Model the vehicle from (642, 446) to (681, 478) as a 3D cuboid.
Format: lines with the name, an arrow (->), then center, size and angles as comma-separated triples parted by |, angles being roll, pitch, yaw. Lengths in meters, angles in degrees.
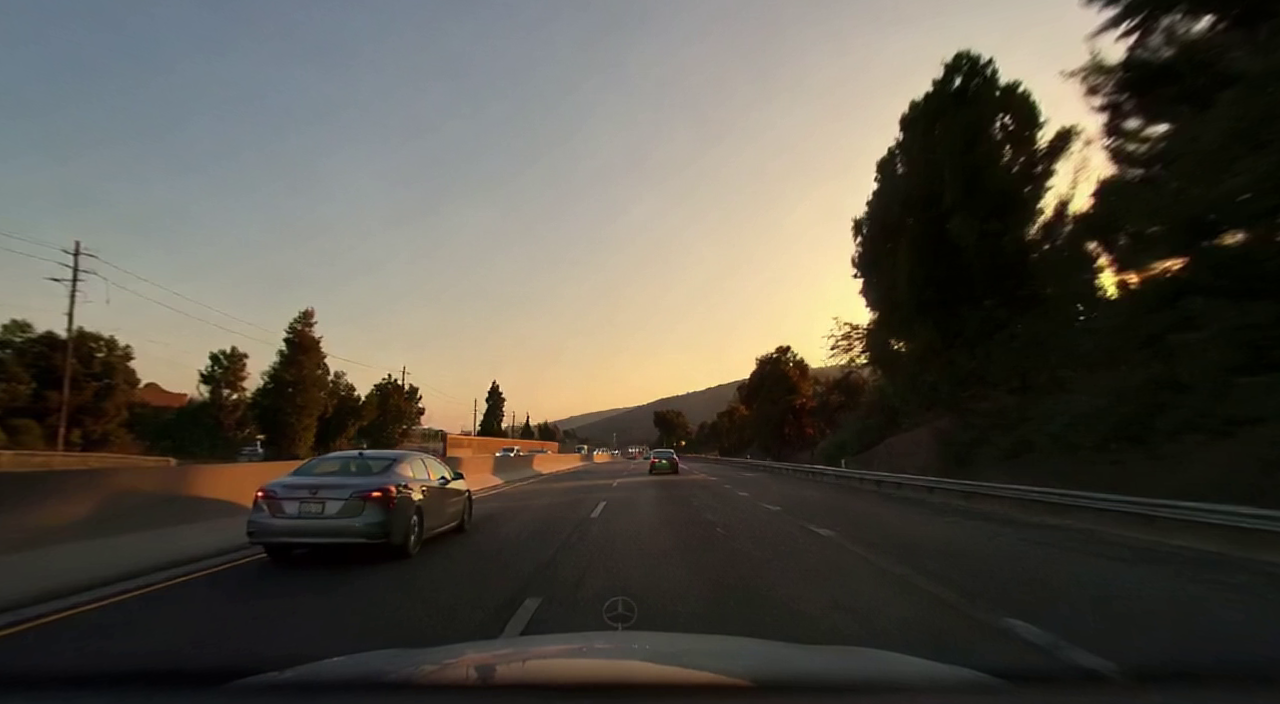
vehicle -> 1.084, 5.787, 33.065 | 1.910, 1.554, 3.718 | 0, -9, 0

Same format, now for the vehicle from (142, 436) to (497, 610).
vehicle -> -3.251, 1.807, 7.556 | 2.013, 1.479, 4.169 | 0, -9, 1
